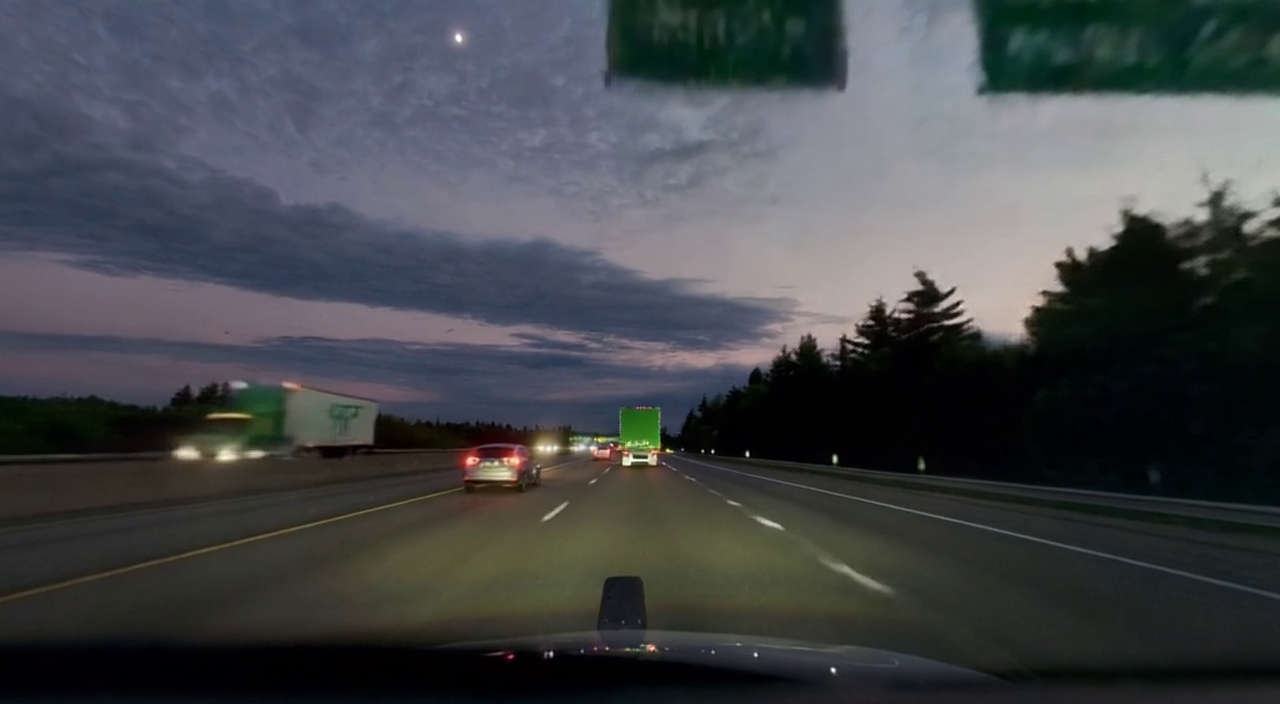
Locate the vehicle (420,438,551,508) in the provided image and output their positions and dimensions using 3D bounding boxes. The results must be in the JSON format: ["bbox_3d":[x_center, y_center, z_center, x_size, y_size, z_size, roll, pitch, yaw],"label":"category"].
[{"bbox_3d":[-3.753,3.047,16.424,2.114,1.523,5.110,0,-9,0],"label":"vehicle"}]

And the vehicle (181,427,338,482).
[{"bbox_3d":[-12.549,3.443,21.336,2.111,1.639,5.059,0,-9,1],"label":"vehicle"}]

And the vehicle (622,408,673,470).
[{"bbox_3d":[0.333,5.785,41.475,2.893,3.628,9.081,0,-9,-2],"label":"vehicle"}]
